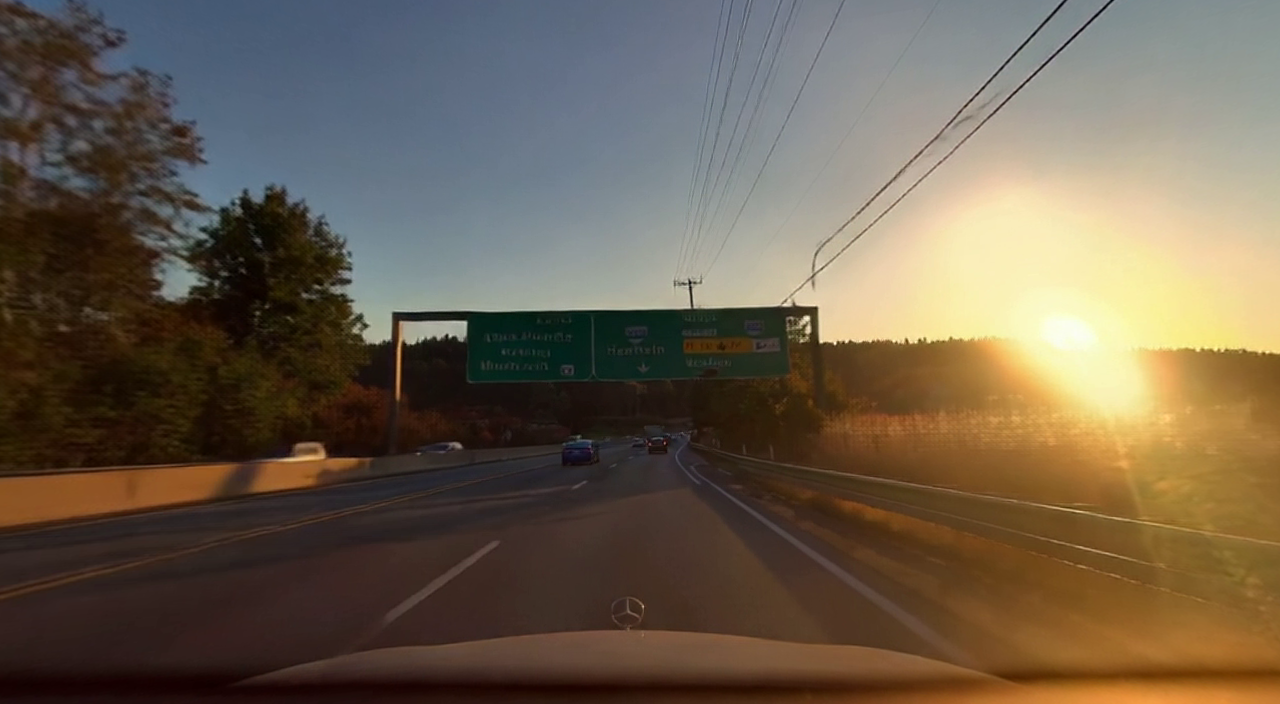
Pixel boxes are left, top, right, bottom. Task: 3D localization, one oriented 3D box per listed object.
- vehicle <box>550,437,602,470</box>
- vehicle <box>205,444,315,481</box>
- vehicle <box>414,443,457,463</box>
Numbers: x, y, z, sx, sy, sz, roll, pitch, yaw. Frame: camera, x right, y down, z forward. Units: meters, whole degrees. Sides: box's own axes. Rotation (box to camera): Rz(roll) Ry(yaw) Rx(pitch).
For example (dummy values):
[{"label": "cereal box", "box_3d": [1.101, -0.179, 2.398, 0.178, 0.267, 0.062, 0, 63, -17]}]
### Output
[{"label": "vehicle", "box_3d": [-3.156, 5.099, 31.761, 2.021, 1.515, 4.453, 0, -8, 2]}, {"label": "vehicle", "box_3d": [-16.258, 4.709, 27.267, 1.887, 1.449, 4.447, 0, -8, 2]}, {"label": "vehicle", "box_3d": [-15.613, 7.698, 48.210, 1.986, 1.424, 3.739, 0, -8, 2]}]
